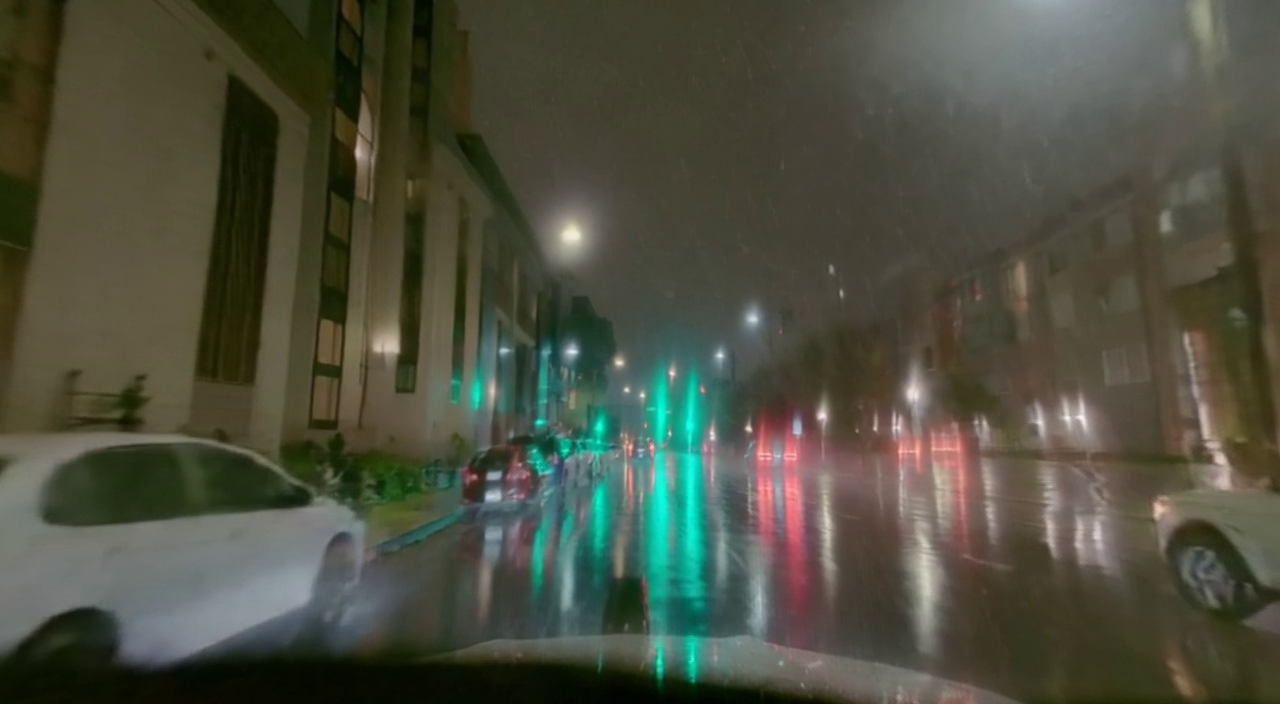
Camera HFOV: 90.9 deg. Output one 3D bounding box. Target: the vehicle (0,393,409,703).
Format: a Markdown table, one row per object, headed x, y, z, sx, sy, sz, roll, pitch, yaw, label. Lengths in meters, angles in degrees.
| x | y | z | sx | sy | sz | roll | pitch | yaw | label |
| --- | --- | --- | --- | --- | --- | --- | --- | --- | --- |
| -3.079 | 0.998 | 2.815 | 2.040 | 1.478 | 5.097 | 0 | -8 | 2 | vehicle |

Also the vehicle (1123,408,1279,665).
| x | y | z | sx | sy | sz | roll | pitch | yaw | label |
| --- | --- | --- | --- | --- | --- | --- | --- | --- | --- |
| 4.981 | 1.027 | 3.074 | 1.891 | 1.599 | 4.173 | 0 | -8 | 0 | vehicle |

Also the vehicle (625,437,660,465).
| x | y | z | sx | sy | sz | roll | pitch | yaw | label |
| --- | --- | --- | --- | --- | --- | --- | --- | --- | --- |
| 0.197 | 6.294 | 40.301 | 2.122 | 1.689 | 3.885 | 0 | -8 | 1 | vehicle |

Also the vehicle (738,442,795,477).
| x | y | z | sx | sy | sz | roll | pitch | yaw | label |
| --- | --- | --- | --- | --- | --- | --- | --- | --- | --- |
| 5.627 | 4.813 | 28.515 | 1.799 | 1.463 | 3.464 | 0 | -8 | -1 | vehicle |

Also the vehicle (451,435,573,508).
| x | y | z | sx | sy | sz | roll | pitch | yaw | label |
| --- | --- | --- | --- | --- | --- | --- | --- | --- | --- |
| -2.857 | 2.776 | 15.098 | 1.843 | 1.482 | 4.310 | -1 | -8 | 3 | vehicle |
